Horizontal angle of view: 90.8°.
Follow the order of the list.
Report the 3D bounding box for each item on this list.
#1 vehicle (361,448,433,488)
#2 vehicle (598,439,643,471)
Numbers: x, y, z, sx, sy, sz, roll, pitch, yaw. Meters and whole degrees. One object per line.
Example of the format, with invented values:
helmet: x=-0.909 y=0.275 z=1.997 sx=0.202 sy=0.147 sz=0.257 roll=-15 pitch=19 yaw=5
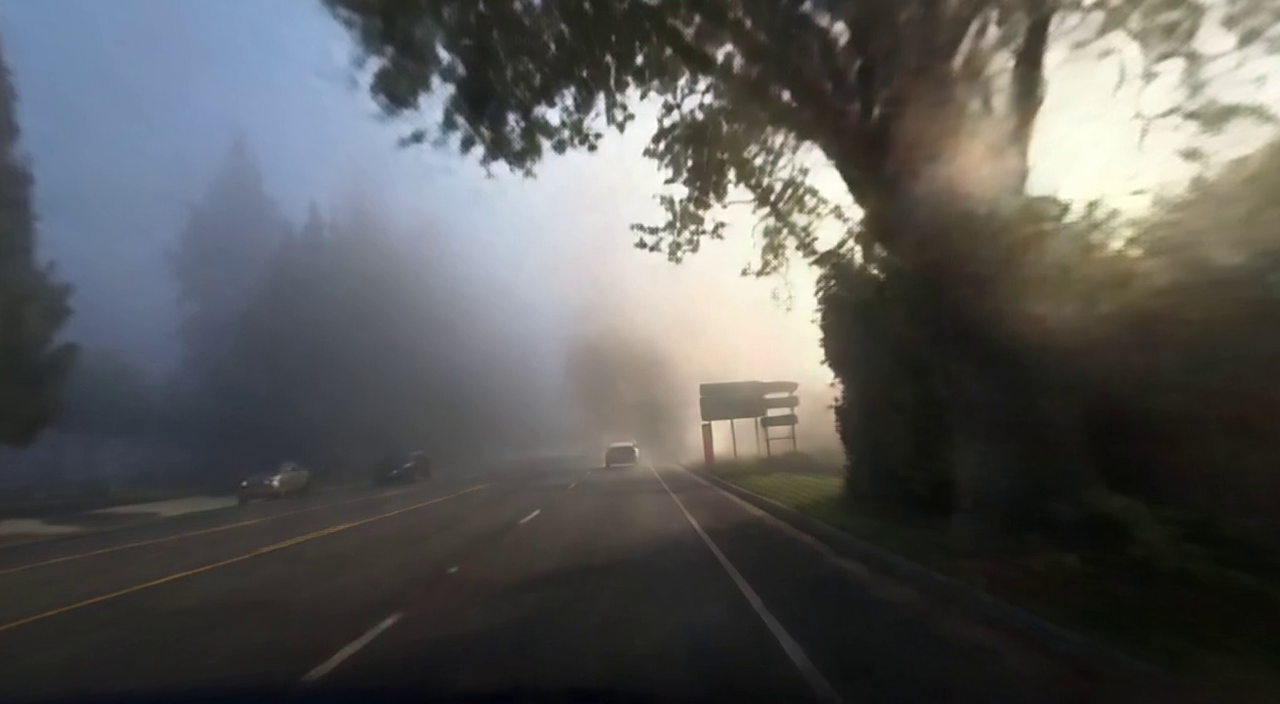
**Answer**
vehicle: x=-12.274 y=5.843 z=32.213 sx=1.954 sy=1.680 sz=4.530 roll=-4 pitch=-8 yaw=-2
vehicle: x=-0.951 y=5.193 z=32.017 sx=2.111 sy=1.466 sz=4.223 roll=-1 pitch=-8 yaw=-1
